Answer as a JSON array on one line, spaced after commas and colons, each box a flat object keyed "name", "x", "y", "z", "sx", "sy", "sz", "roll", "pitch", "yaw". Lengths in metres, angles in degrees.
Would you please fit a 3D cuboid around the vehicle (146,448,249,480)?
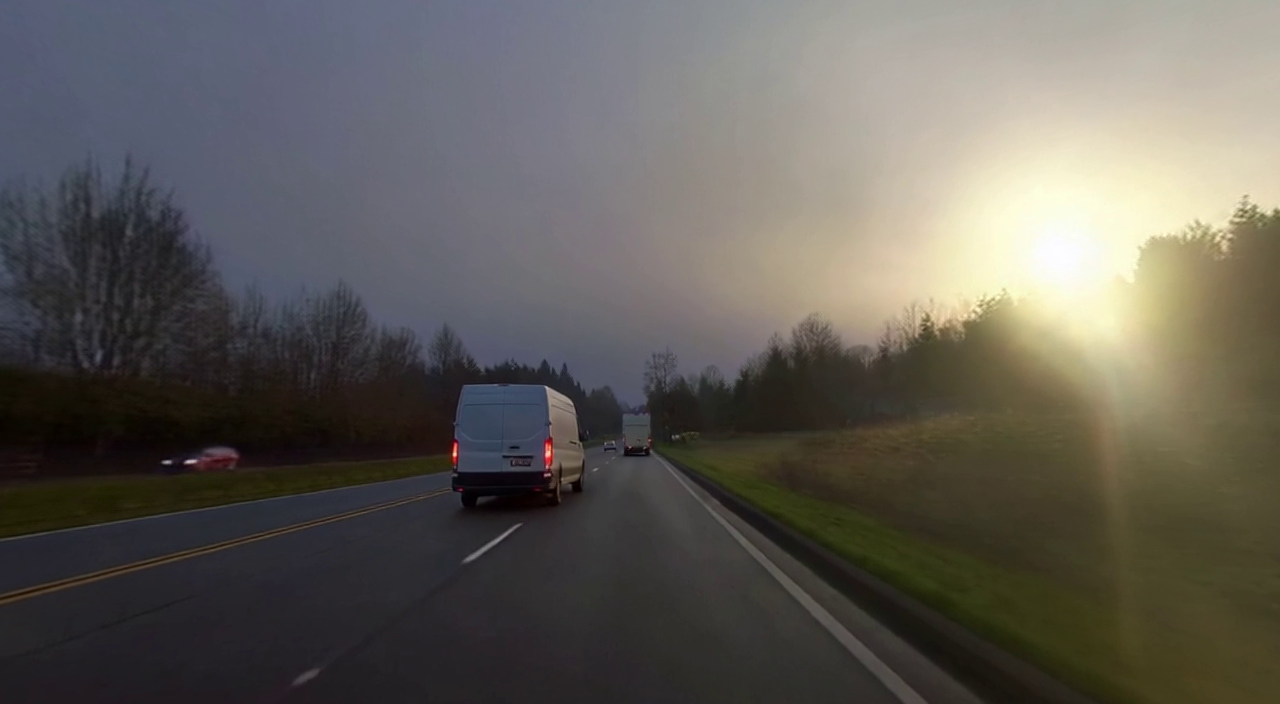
[{"name": "vehicle", "x": -22.749, "y": 5.766, "z": 32.620, "sx": 1.979, "sy": 1.499, "sz": 4.612, "roll": 0, "pitch": -8, "yaw": 0}]

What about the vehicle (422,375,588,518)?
[{"name": "vehicle", "x": -2.755, "y": 2.187, "z": 14.741, "sx": 2.497, "sy": 2.628, "sz": 6.016, "roll": 0, "pitch": -8, "yaw": 0}]
